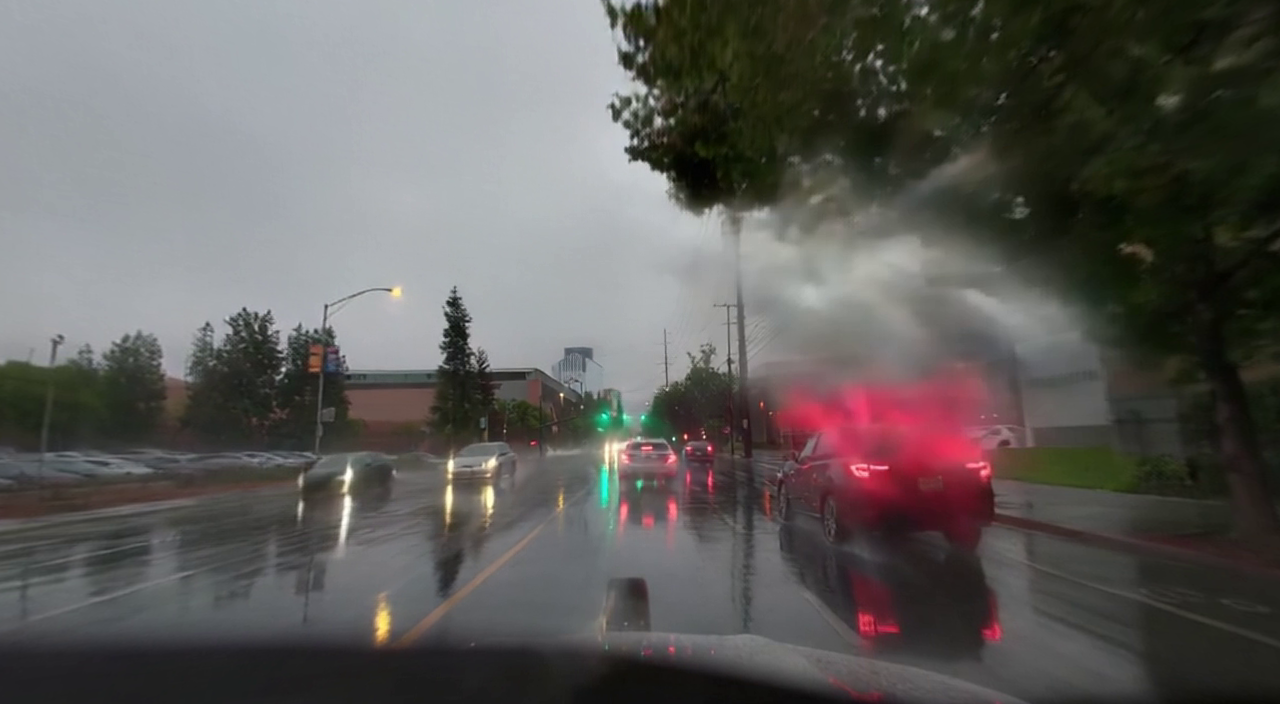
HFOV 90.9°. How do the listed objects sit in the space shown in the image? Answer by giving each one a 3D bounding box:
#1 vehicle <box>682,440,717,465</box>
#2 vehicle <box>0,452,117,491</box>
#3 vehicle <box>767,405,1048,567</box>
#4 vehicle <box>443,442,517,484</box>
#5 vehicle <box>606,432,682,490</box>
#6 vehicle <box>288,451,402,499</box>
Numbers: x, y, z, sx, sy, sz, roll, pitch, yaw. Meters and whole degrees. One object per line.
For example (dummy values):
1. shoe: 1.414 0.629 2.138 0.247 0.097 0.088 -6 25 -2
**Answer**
1. vehicle: 3.819 6.521 40.978 1.880 1.503 4.130 0 -9 0
2. vehicle: -22.865 4.485 23.904 4.046 1.394 2.134 0 -9 -2
3. vehicle: 3.340 1.778 9.093 2.024 1.711 4.512 0 -8 0
4. vehicle: -6.762 4.717 27.211 2.008 1.638 4.552 0 -8 0
5. vehicle: 0.114 3.496 20.498 2.200 1.653 4.127 0 -8 0
6. vehicle: -10.527 4.396 22.925 1.967 1.494 4.483 0 -9 0
